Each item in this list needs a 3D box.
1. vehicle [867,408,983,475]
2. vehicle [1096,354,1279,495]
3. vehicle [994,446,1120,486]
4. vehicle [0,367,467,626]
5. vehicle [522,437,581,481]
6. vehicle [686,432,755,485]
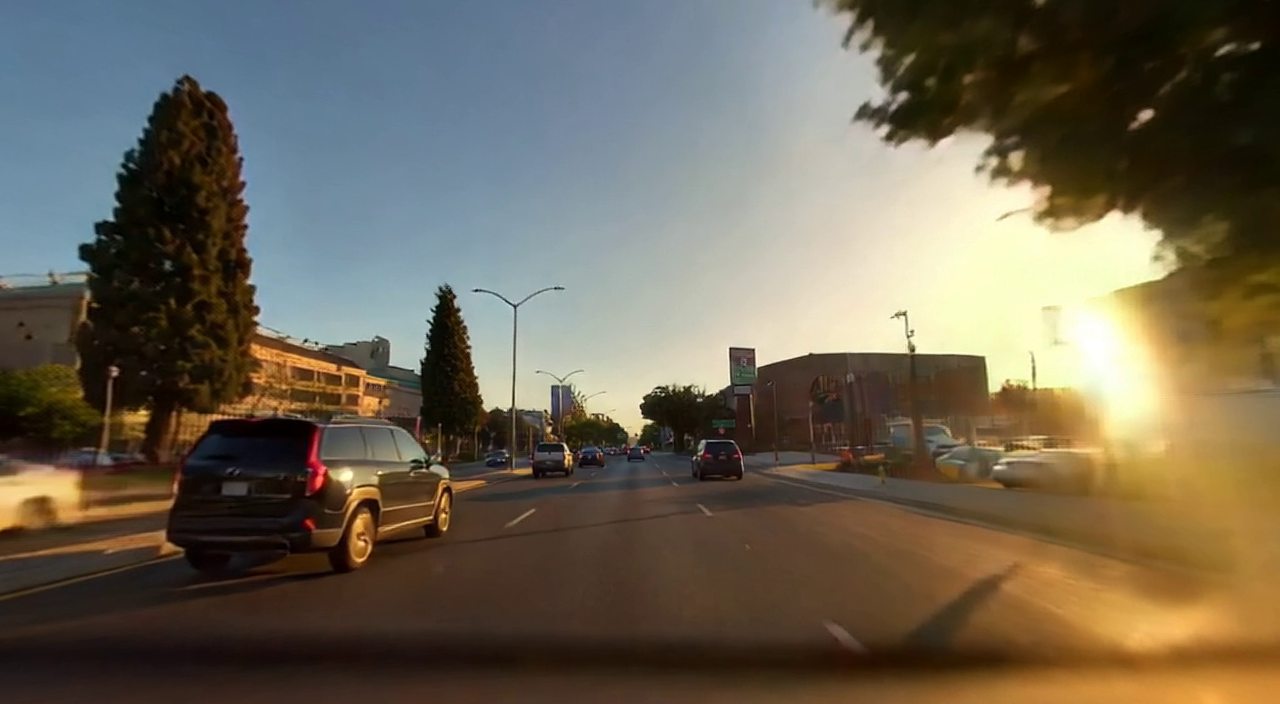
[{"bbox_3d":[15.704,5.103,35.467,2.642,3.252,8.515,0,-9,1],"label":"vehicle"},{"bbox_3d":[15.758,1.988,15.791,2.919,3.125,7.218,2,-11,-1],"label":"vehicle"},{"bbox_3d":[16.669,4.502,25.069,4.701,1.470,1.985,4,-10,-27],"label":"vehicle"},{"bbox_3d":[-3.769,1.432,7.168,2.210,1.925,4.838,0,-9,0],"label":"vehicle"},{"bbox_3d":[-3.829,4.723,27.927,2.014,1.775,4.404,0,-9,0],"label":"vehicle"},{"bbox_3d":[3.082,4.193,24.950,2.024,1.921,4.431,0,-9,-2],"label":"vehicle"}]
